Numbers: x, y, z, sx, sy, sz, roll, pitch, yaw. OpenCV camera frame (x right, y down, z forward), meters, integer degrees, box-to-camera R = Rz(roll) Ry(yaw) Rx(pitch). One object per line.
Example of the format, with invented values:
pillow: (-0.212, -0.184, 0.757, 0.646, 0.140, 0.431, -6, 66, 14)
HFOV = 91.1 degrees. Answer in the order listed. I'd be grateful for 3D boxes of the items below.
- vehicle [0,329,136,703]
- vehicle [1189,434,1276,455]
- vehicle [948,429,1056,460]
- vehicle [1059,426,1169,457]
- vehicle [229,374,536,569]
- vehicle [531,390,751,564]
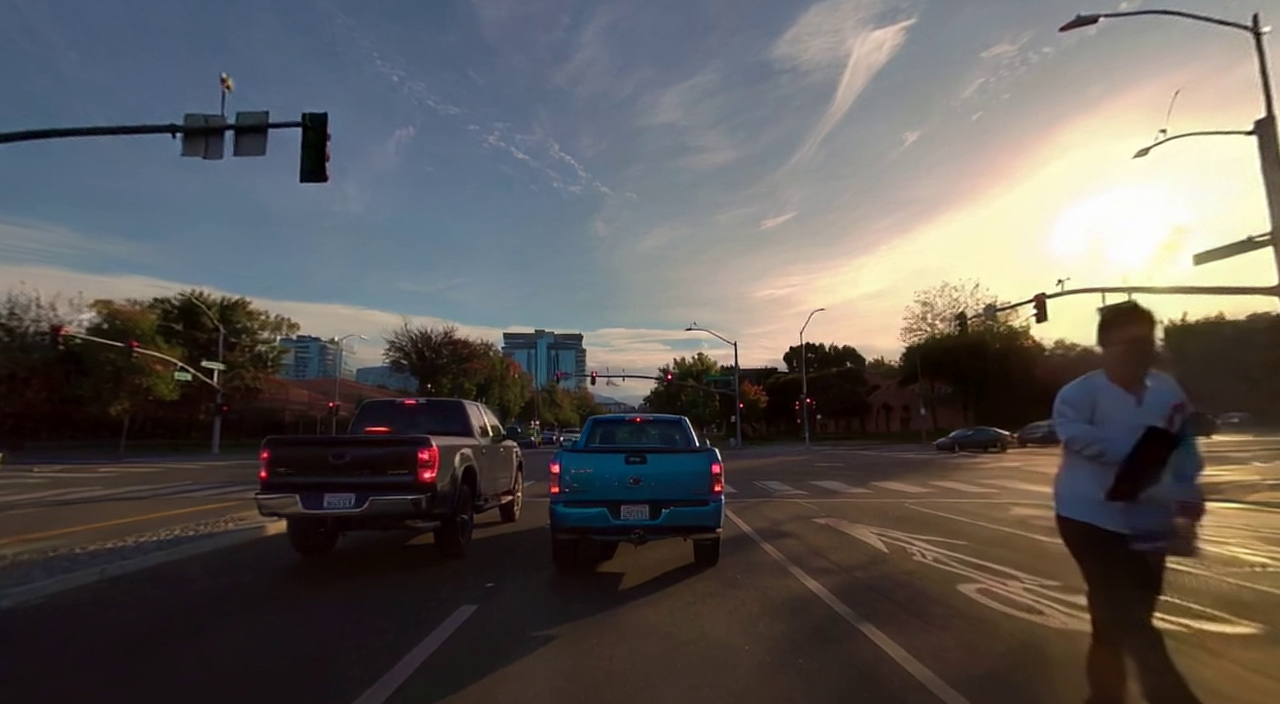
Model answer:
vehicle: (-3.366, 0.530, 0.608, 2.006, 1.707, 4.448, 0, -8, 0)
vehicle: (41.930, 6.569, 44.484, 4.396, 1.479, 1.778, 0, -8, -2)
vehicle: (19.362, 4.984, 33.693, 4.624, 1.601, 1.871, 0, -8, -3)
vehicle: (27.983, 5.320, 37.139, 4.849, 1.759, 2.041, 0, -8, -3)
vehicle: (-2.941, 1.529, 8.698, 2.220, 1.926, 4.870, 0, -8, -1)
vehicle: (-0.042, 1.600, 8.726, 2.204, 1.738, 4.690, 0, -8, -1)
